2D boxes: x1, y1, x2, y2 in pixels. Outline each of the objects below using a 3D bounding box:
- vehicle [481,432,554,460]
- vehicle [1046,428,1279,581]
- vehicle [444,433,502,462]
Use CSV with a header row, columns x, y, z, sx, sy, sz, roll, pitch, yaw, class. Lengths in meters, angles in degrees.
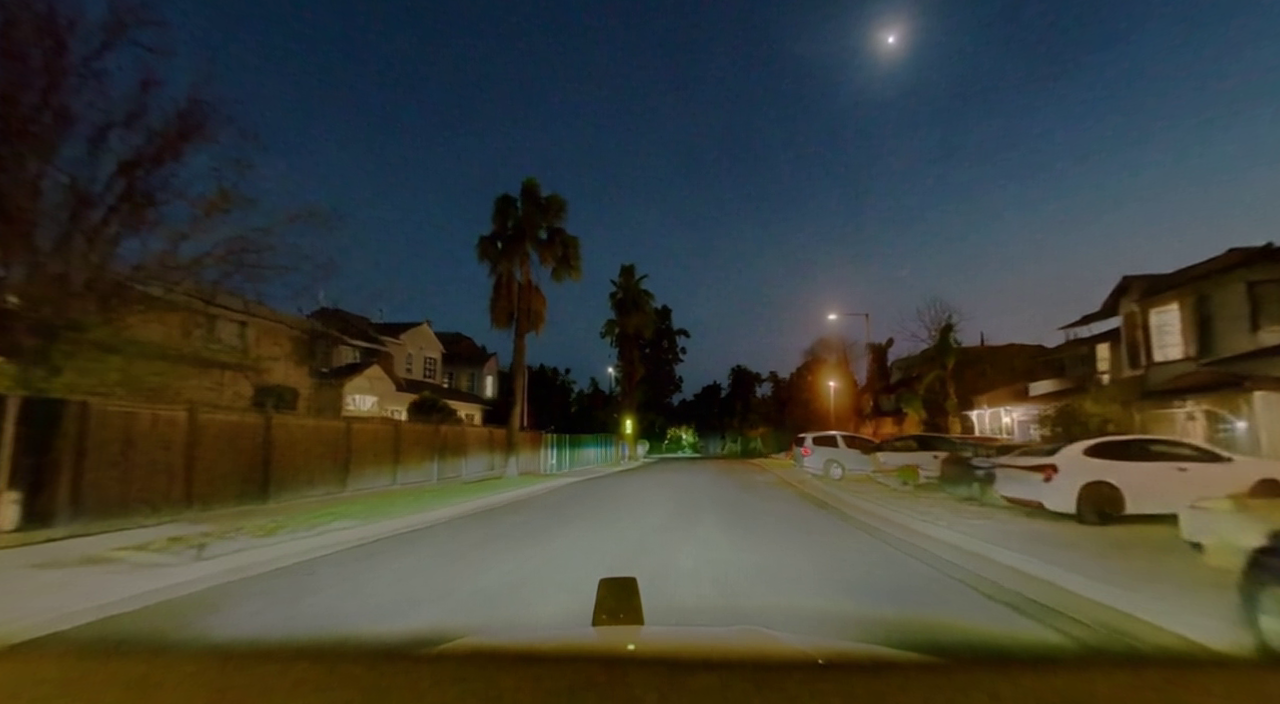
x,y,z,sx,sy,sz,roll,pitch,yaw,class
-9.619,7.419,49.920,5.127,1.796,2.045,3,-7,6,vehicle
7.748,1.850,7.766,4.185,1.531,1.999,4,-7,2,vehicle
-11.157,6.379,42.437,1.869,1.646,4.357,3,-7,12,vehicle
